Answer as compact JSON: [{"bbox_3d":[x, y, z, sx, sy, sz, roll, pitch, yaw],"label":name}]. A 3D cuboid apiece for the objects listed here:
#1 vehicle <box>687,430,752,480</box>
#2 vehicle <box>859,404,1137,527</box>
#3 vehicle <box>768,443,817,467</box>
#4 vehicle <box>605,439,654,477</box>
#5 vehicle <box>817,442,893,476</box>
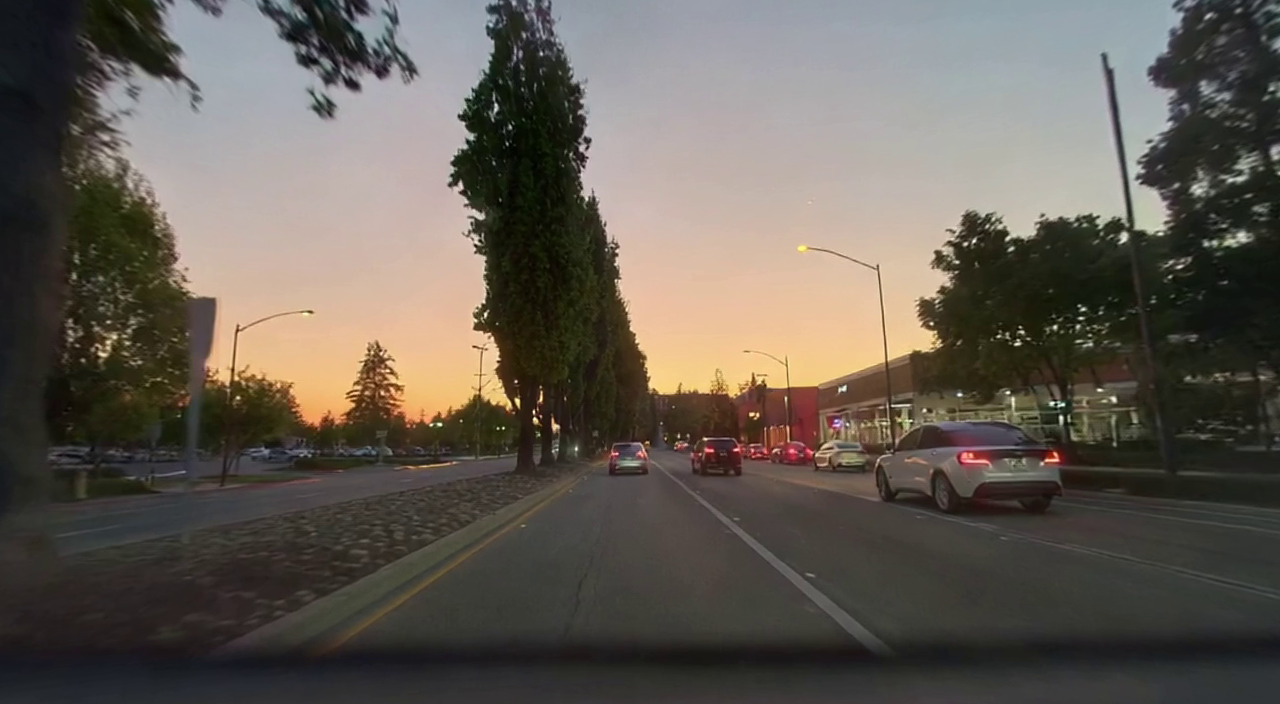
[{"bbox_3d":[3.125,4.167,25.838,1.955,1.845,4.538,0,-8,-1],"label":"vehicle"},{"bbox_3d":[6.653,2.213,12.870,2.240,1.923,5.678,0,-8,-1],"label":"vehicle"},{"bbox_3d":[10.096,6.836,42.183,2.021,1.481,4.746,0,-8,0],"label":"vehicle"},{"bbox_3d":[-0.463,4.708,28.265,2.037,1.568,3.693,0,-8,-1],"label":"vehicle"},{"bbox_3d":[10.136,5.044,30.146,1.970,1.470,4.602,0,-8,0],"label":"vehicle"}]
